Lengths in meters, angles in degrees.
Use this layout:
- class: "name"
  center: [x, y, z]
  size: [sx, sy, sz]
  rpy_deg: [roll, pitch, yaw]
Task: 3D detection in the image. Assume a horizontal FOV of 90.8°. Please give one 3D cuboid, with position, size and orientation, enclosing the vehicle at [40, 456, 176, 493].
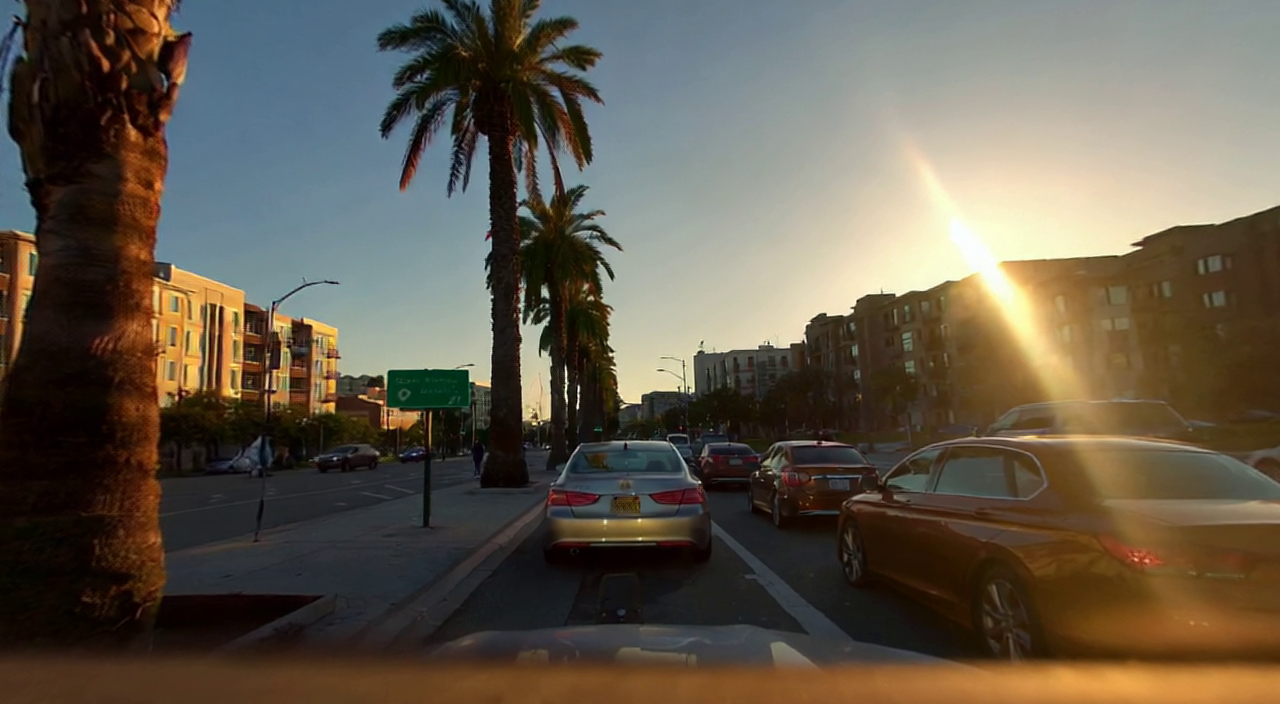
- class: "vehicle"
  center: [-23.685, 5.440, 28.442]
  size: [1.972, 1.425, 4.765]
  rpy_deg: [0, -8, 0]

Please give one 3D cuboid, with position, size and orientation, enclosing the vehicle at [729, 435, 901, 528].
- class: "vehicle"
  center: [3.088, 2.377, 12.252]
  size: [1.925, 1.451, 4.436]
  rpy_deg: [0, -8, -2]

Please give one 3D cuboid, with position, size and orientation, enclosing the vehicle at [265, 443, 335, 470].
- class: "vehicle"
  center: [-23.964, 7.358, 44.780]
  size: [2.055, 1.759, 5.200]
  rpy_deg: [0, -8, 1]

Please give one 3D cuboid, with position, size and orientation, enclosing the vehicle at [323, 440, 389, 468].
- class: "vehicle"
  center: [-20.692, 7.434, 46.301]
  size: [2.306, 1.880, 5.537]
  rpy_deg: [0, -8, 0]

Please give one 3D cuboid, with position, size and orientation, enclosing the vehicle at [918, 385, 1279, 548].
- class: "vehicle"
  center: [7.207, 1.876, 10.921]
  size: [2.254, 2.072, 5.577]
  rpy_deg: [0, -8, 0]

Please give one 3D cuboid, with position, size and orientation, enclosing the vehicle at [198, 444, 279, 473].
- class: "vehicle"
  center: [-28.304, 7.493, 44.818]
  size: [2.115, 1.884, 5.481]
  rpy_deg: [0, -8, 0]

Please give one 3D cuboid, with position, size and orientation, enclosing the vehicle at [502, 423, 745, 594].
- class: "vehicle"
  center: [-0.163, 1.687, 7.642]
  size: [2.158, 1.498, 3.919]
  rpy_deg: [0, -8, 0]
